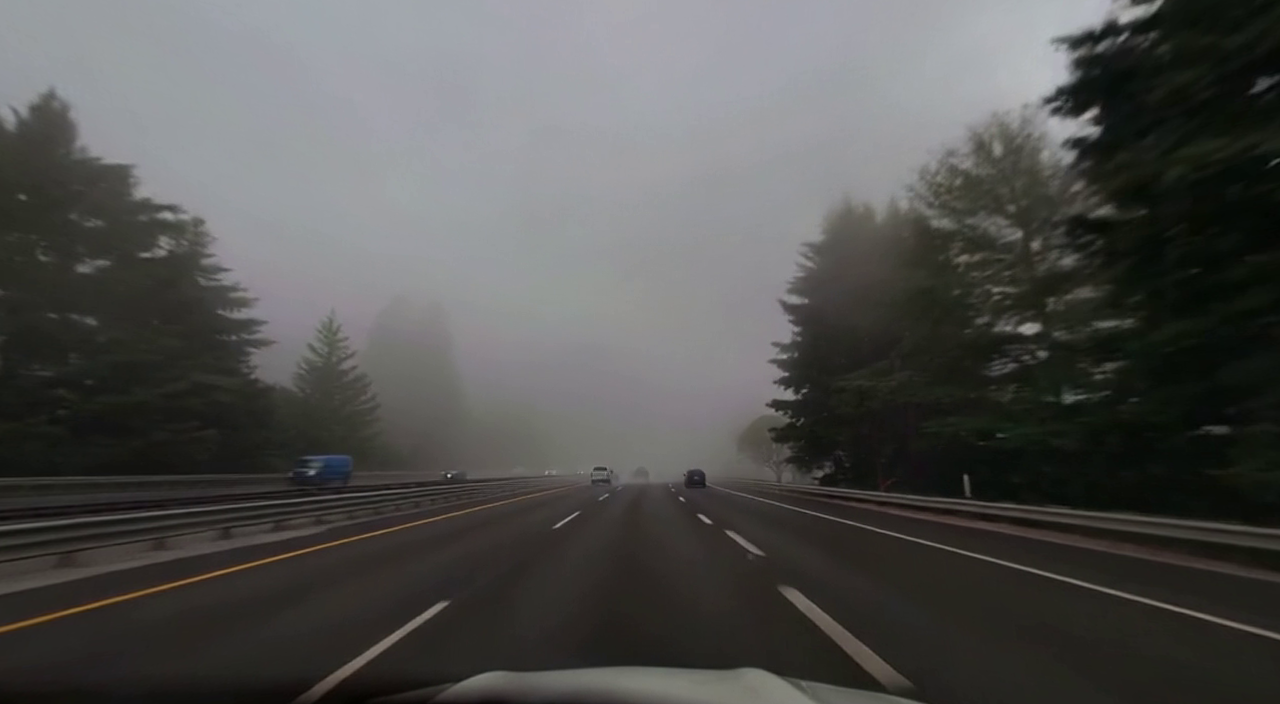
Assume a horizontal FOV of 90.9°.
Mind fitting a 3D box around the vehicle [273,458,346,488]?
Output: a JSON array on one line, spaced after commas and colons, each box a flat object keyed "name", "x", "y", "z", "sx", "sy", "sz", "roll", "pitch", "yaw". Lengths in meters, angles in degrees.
[{"name": "vehicle", "x": -20.557, "y": 7.574, "z": 39.413, "sx": 2.184, "sy": 1.702, "sz": 4.283, "roll": 1, "pitch": -11, "yaw": 1}]
